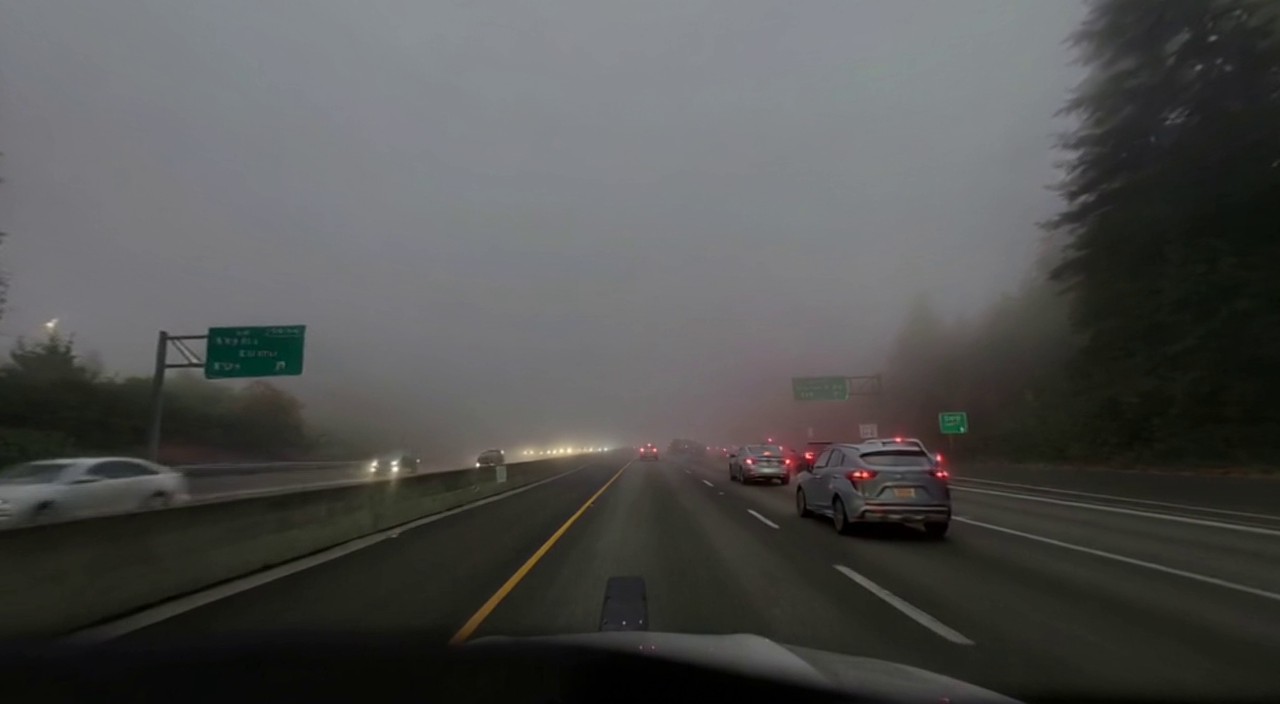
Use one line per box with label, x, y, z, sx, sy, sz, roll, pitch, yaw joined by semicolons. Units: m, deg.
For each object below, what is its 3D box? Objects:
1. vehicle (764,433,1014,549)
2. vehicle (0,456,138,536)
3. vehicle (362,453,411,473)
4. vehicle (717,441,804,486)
vehicle;3.664;2.140;10.480;2.198;1.467;4.675;0;-8;-1
vehicle;-13.189;2.909;12.900;1.902;1.474;4.752;0;-8;1
vehicle;-19.888;8.684;49.645;1.849;1.463;4.477;0;-8;2
vehicle;4.371;4.133;23.745;2.223;1.483;5.075;0;-8;-1
